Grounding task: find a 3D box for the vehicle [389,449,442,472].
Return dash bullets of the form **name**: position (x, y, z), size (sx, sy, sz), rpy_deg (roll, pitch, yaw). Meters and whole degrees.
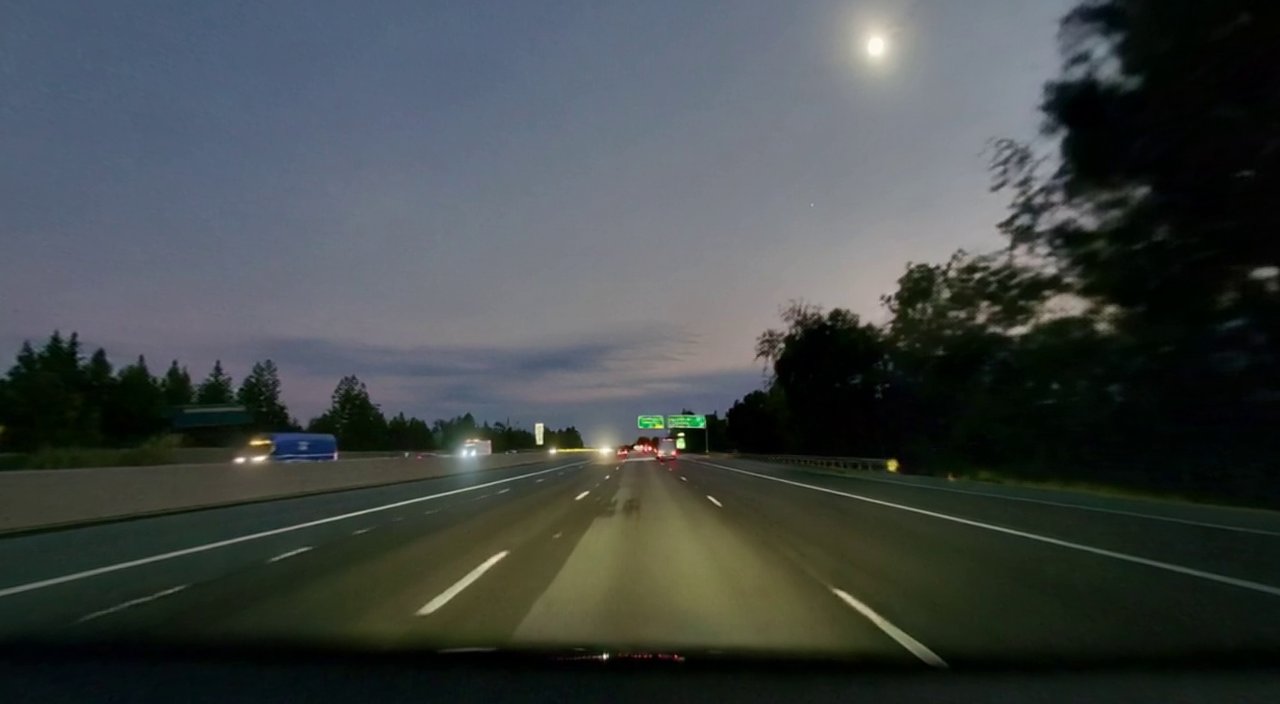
- **vehicle**: position (-15.369, 7.428, 43.418), size (1.903, 1.486, 4.666), rpy_deg (0, -9, 1)
